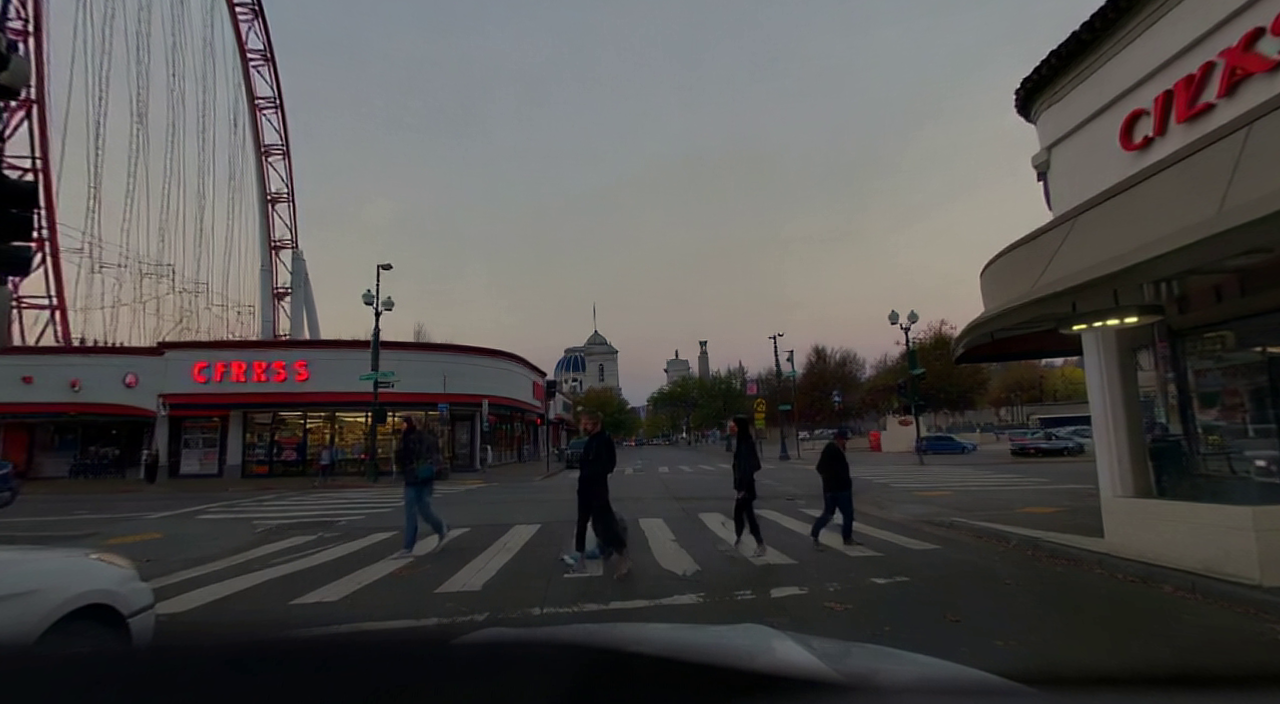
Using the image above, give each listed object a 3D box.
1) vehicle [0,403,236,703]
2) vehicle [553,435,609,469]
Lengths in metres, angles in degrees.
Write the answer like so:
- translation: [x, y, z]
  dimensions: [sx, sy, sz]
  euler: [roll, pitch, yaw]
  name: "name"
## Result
- translation: [-3.374, 0.785, 1.183]
  dimensions: [1.940, 1.505, 4.676]
  euler: [-1, -9, 3]
  name: "vehicle"
- translation: [-3.875, 6.375, 40.251]
  dimensions: [2.549, 2.000, 5.699]
  euler: [2, -9, -15]
  name: "vehicle"
